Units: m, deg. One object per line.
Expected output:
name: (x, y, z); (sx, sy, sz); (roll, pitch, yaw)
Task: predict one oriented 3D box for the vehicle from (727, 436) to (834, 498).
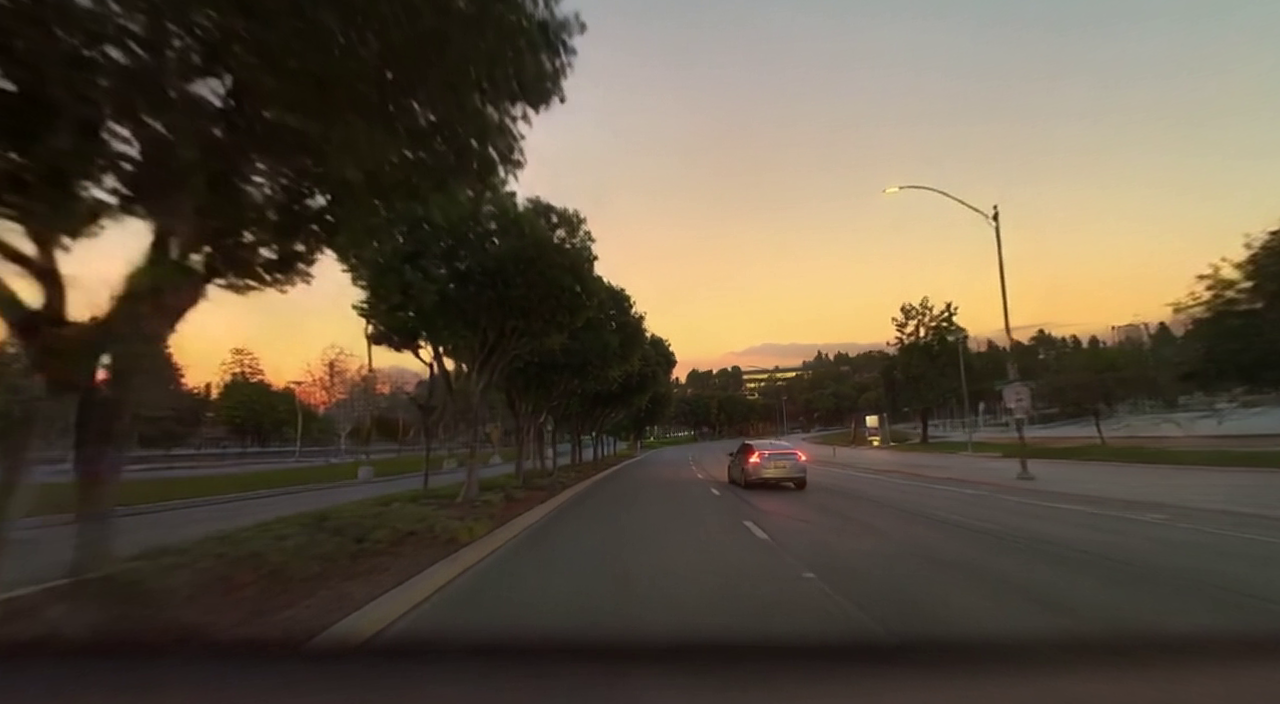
vehicle: (3.722, 3.123, 17.615); (1.928, 1.481, 4.453); (0, -8, 0)
